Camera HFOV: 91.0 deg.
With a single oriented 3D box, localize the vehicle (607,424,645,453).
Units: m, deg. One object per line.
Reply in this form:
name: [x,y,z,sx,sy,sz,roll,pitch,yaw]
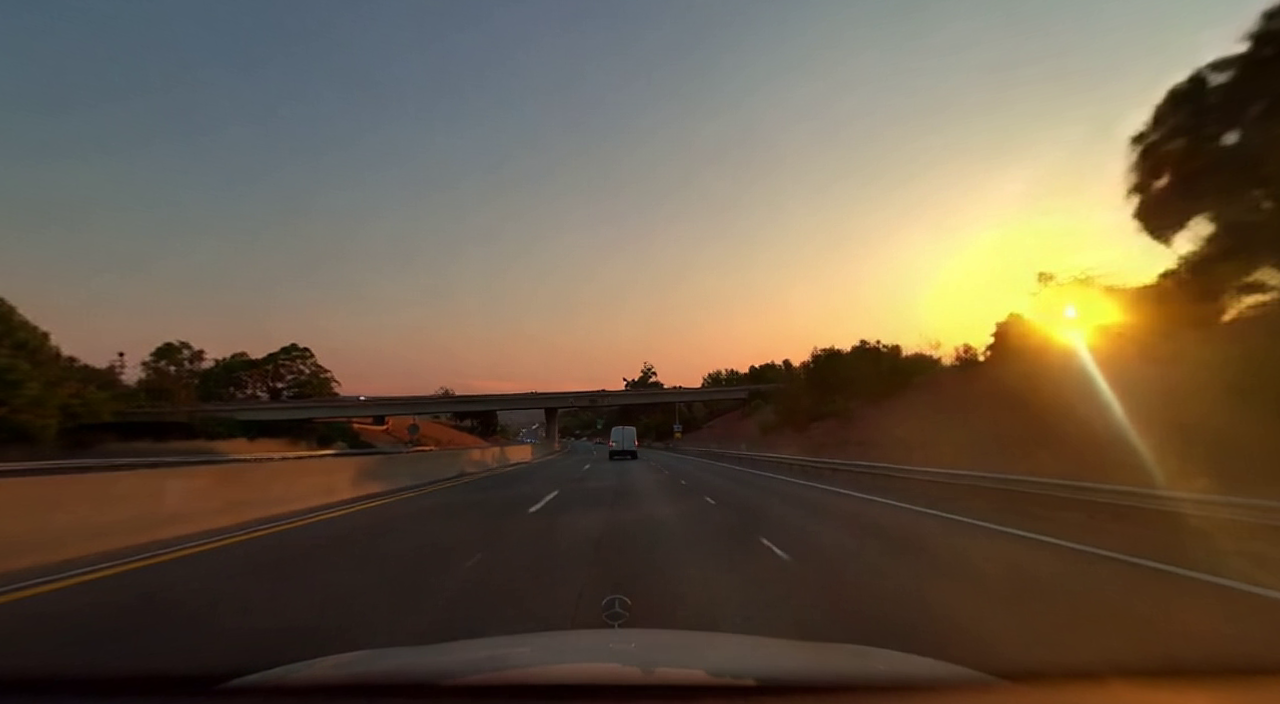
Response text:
vehicle: [-0.952,5.357,38.920,2.157,1.647,4.524,0,-8,-3]
